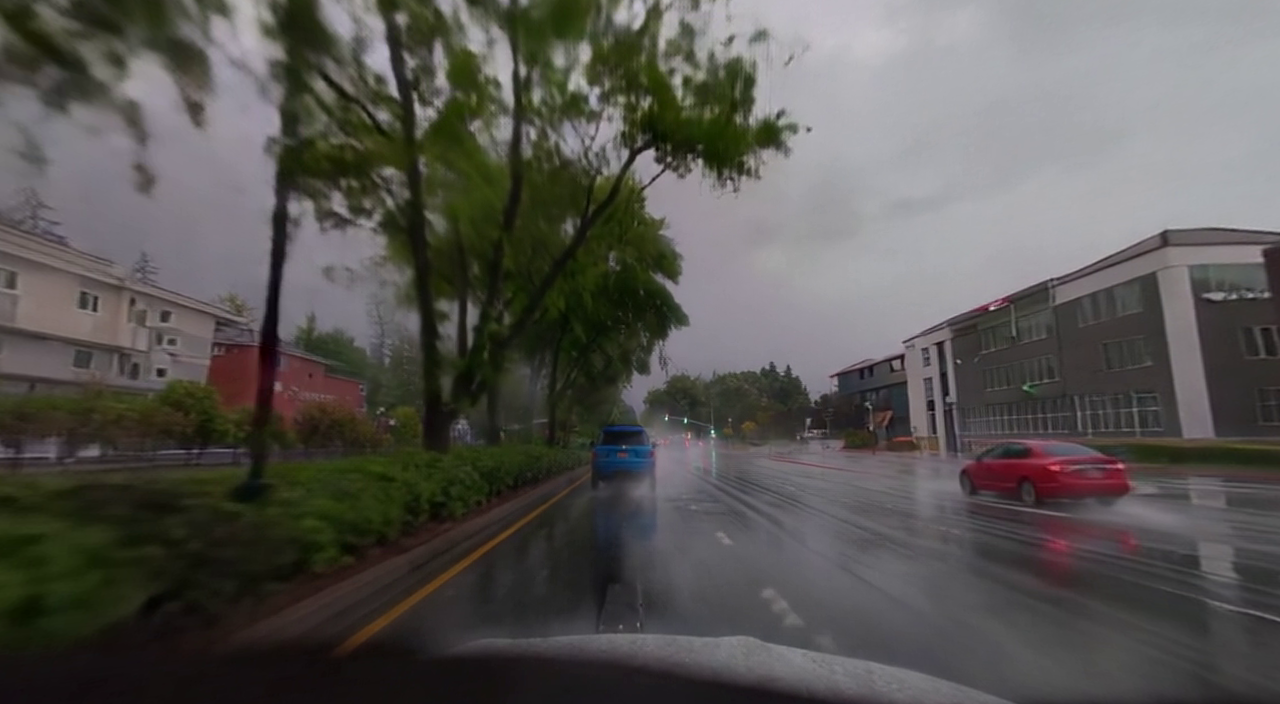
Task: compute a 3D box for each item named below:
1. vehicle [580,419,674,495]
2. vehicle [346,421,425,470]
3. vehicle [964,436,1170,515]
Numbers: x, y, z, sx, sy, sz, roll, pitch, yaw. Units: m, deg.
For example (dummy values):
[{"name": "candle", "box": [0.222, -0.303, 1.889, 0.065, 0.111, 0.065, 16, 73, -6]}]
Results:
[{"name": "vehicle", "box": [-0.359, 2.862, 17.516, 2.277, 1.816, 4.192, 0, -8, -1]}, {"name": "vehicle", "box": [-19.239, 7.164, 48.337, 2.811, 3.399, 7.898, 1, -9, -2]}, {"name": "vehicle", "box": [9.153, 2.651, 14.154, 2.002, 1.456, 4.631, -2, -9, 9]}]
